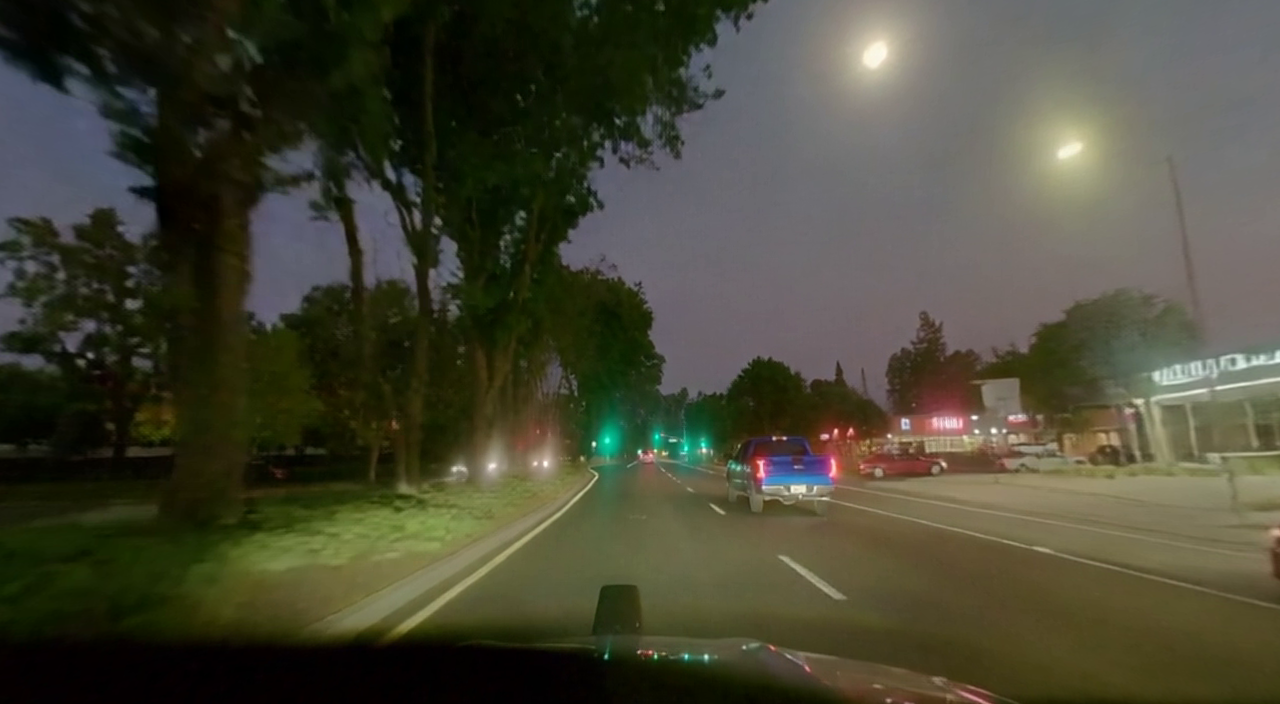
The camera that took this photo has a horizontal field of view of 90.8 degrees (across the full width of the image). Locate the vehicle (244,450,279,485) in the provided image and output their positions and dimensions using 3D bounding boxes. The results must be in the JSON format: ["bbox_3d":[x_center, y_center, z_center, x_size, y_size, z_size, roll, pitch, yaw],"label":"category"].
[{"bbox_3d":[-29.899,9.113,49.924,1.541,2.550,1.957,-4,-9,0],"label":"vehicle"}]

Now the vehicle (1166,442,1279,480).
[{"bbox_3d":[26.809,4.901,28.589,1.812,1.475,4.541,-3,-9,-3],"label":"vehicle"}]

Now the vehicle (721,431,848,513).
[{"bbox_3d":[3.622,3.122,16.995,2.138,1.836,5.245,0,-9,0],"label":"vehicle"}]

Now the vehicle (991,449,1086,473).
[{"bbox_3d":[25.011,6.865,39.737,4.648,1.444,1.912,0,-9,-1],"label":"vehicle"}]

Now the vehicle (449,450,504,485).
[{"bbox_3d":[-8.629,6.097,33.593,1.834,1.695,4.129,0,-9,0],"label":"vehicle"}]

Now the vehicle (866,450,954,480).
[{"bbox_3d":[16.810,7.040,39.484,4.554,1.566,1.925,-3,-9,0],"label":"vehicle"}]
